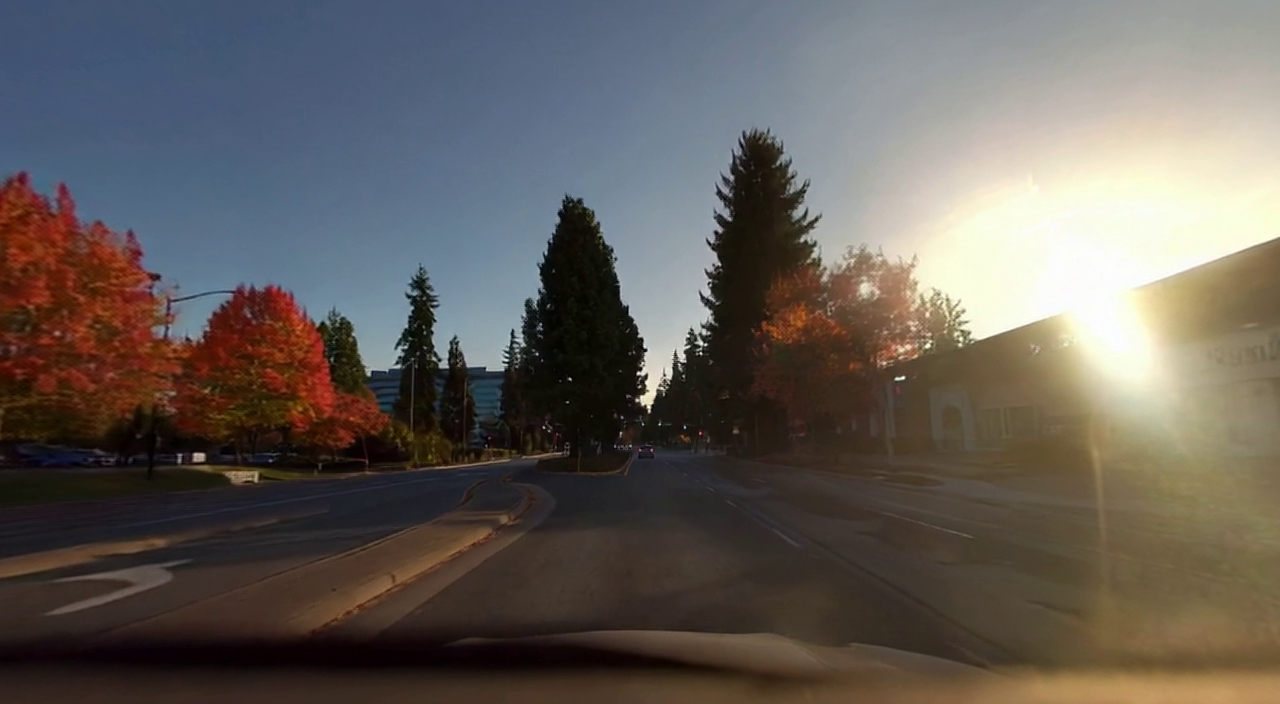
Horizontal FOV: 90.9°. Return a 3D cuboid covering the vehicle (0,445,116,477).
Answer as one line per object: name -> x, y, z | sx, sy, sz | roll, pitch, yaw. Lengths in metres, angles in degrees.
vehicle -> -30.603, 5.686, 32.763 | 4.706, 1.457, 1.999 | 3, -11, -5
